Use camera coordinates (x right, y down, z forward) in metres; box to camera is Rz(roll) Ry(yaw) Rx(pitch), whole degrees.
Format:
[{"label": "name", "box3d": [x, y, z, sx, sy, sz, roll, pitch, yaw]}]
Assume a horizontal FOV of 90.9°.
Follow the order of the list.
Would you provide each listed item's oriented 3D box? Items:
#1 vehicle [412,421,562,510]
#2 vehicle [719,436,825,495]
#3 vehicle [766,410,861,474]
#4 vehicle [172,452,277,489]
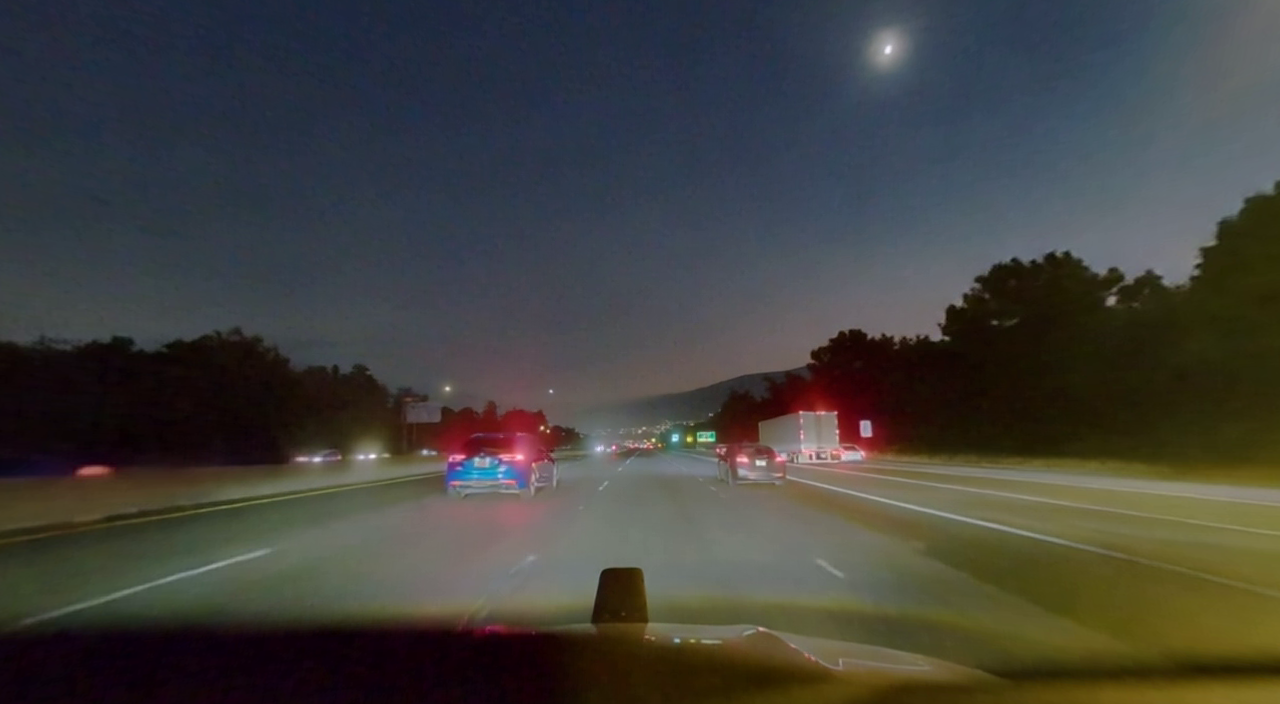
[{"label": "vehicle", "box3d": [-3.432, 2.698, 15.418, 2.218, 1.764, 5.229, 0, -9, 2]}, {"label": "vehicle", "box3d": [3.709, 3.281, 18.655, 2.080, 1.493, 4.674, 0, -9, 0]}, {"label": "vehicle", "box3d": [7.772, 4.141, 28.878, 2.729, 2.628, 4.875, 0, -9, -2]}, {"label": "vehicle", "box3d": [-19.380, 5.516, 29.703, 1.762, 1.542, 4.666, 0, -9, 0]}]
